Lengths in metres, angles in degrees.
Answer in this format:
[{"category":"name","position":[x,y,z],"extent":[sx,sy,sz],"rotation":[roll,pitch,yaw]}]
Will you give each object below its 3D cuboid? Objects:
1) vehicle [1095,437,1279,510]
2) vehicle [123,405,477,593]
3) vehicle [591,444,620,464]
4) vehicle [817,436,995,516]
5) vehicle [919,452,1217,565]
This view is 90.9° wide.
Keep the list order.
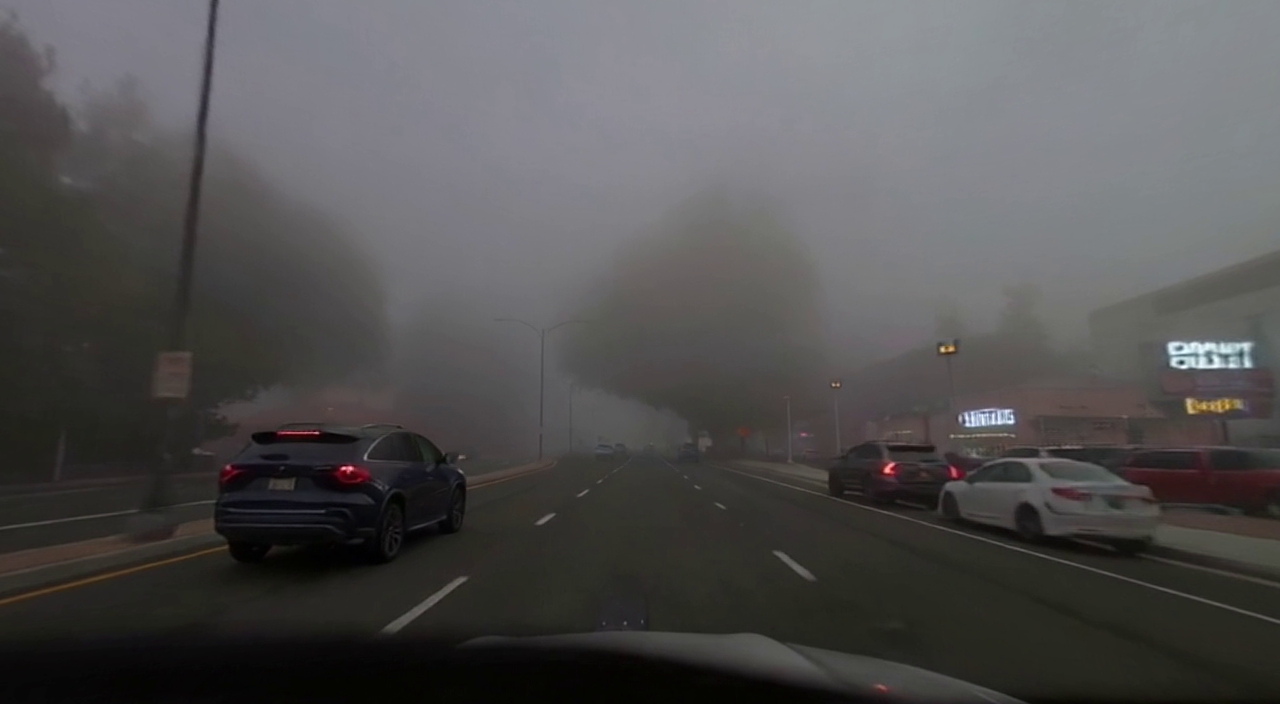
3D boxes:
[{"category":"vehicle","position":[15.104,3.045,16.086],"extent":[5.326,1.690,2.007],"rotation":[-8,-12,42]},{"category":"vehicle","position":[-3.528,1.594,7.609],"extent":[1.983,1.635,3.957],"rotation":[0,-9,1]},{"category":"vehicle","position":[-2.628,7.928,49.086],"extent":[2.005,1.446,4.265],"rotation":[0,-9,1]},{"category":"vehicle","position":[6.855,3.255,17.277],"extent":[2.335,1.790,5.991],"rotation":[0,-9,1]},{"category":"vehicle","position":[6.629,2.416,10.592],"extent":[1.888,1.425,4.547],"rotation":[0,-9,1]}]
